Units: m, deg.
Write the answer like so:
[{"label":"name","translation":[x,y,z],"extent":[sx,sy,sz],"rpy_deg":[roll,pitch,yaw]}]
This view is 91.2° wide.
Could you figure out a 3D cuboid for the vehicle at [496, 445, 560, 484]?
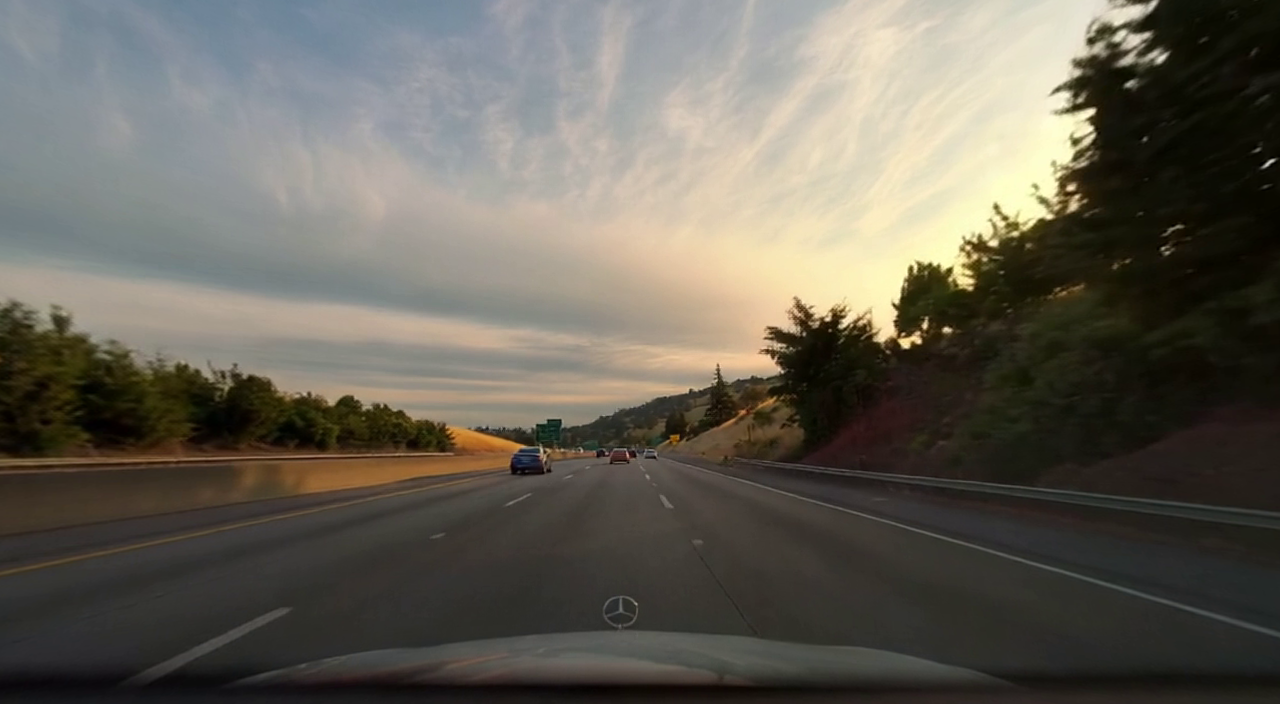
[{"label":"vehicle","translation":[-4.846,4.939,27.828],"extent":[2.028,1.563,4.734],"rpy_deg":[0,-9,-1]}]
